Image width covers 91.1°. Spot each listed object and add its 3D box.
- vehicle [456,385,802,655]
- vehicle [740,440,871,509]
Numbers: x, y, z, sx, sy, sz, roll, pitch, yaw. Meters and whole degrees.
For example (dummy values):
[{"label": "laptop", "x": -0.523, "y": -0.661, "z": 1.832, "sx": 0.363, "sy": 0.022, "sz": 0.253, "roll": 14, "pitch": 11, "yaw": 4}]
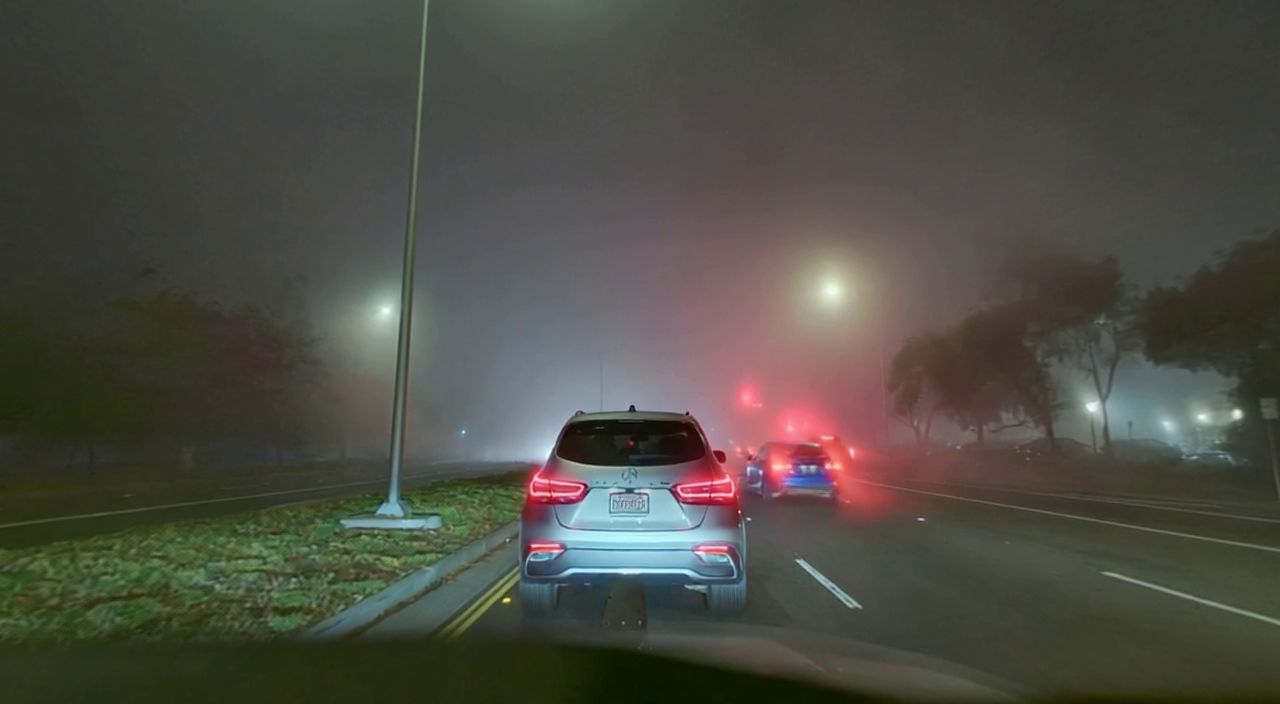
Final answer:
[{"label": "vehicle", "x": -0.084, "y": 1.356, "z": 6.065, "sx": 2.172, "sy": 1.694, "sz": 4.055, "roll": 0, "pitch": -8, "yaw": -1}, {"label": "vehicle", "x": 3.919, "y": 2.970, "z": 15.778, "sx": 2.058, "sy": 1.468, "sz": 4.339, "roll": 0, "pitch": -8, "yaw": -1}]
